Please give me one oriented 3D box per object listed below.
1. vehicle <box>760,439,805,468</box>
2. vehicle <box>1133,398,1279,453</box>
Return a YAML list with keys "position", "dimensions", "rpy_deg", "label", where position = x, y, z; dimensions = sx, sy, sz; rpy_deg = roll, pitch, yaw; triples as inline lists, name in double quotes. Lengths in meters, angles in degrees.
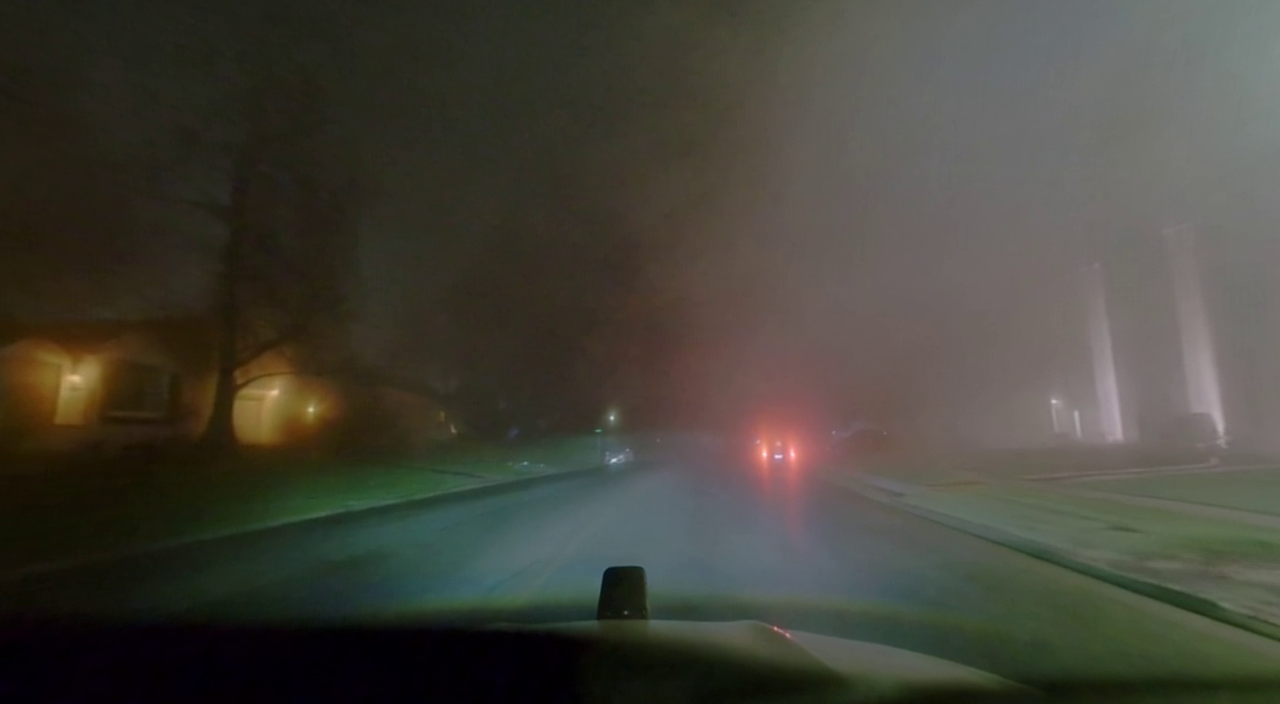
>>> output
- position: [7.832, 5.600, 34.993]
  dimensions: [2.129, 1.490, 4.369]
  rpy_deg: [-1, -9, 9]
  label: "vehicle"
- position: [20.009, 2.588, 21.791]
  dimensions: [1.830, 1.698, 4.624]
  rpy_deg: [1, -8, -6]
  label: "vehicle"
